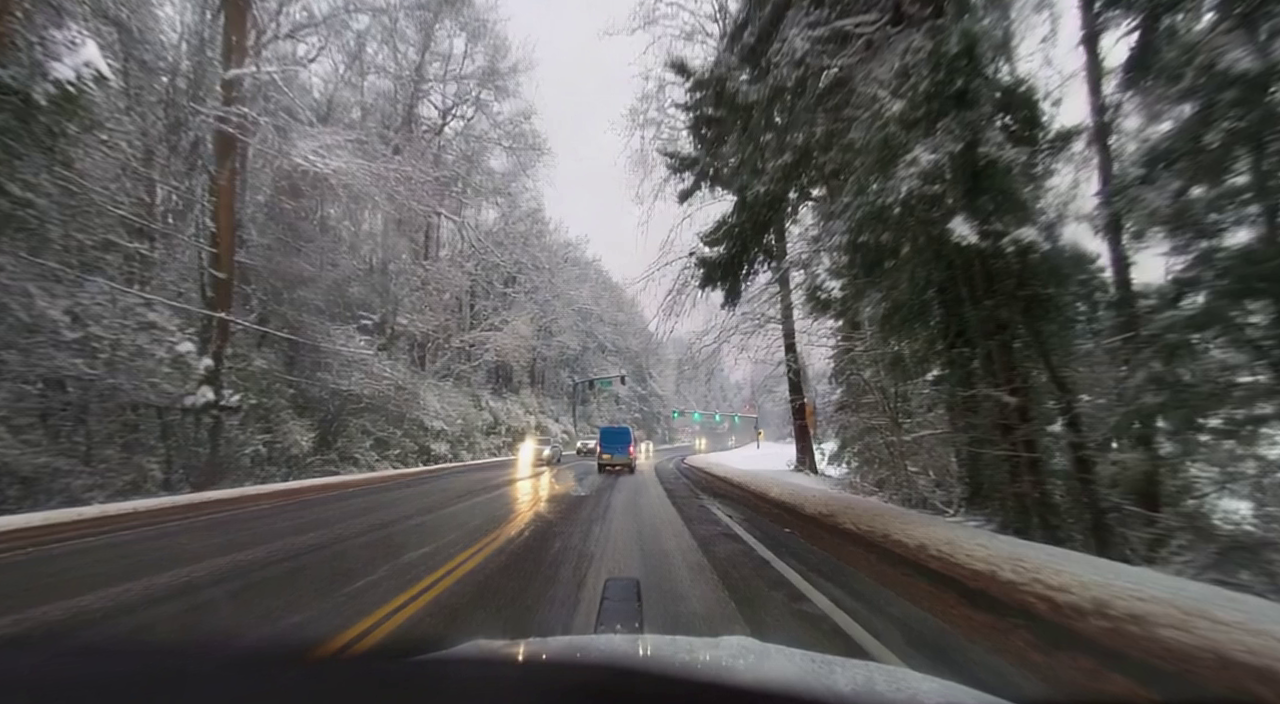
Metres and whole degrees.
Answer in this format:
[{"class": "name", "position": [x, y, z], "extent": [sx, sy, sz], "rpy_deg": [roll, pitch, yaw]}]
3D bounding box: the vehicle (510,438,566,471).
[{"class": "vehicle", "position": [-5.348, 5.451, 33.631], "extent": [2.051, 1.648, 4.451], "rpy_deg": [0, -8, 3]}]

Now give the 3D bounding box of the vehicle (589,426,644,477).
[{"class": "vehicle", "position": [-1.104, 4.665, 29.631], "extent": [2.362, 2.185, 5.212], "rpy_deg": [0, -8, -2]}]
